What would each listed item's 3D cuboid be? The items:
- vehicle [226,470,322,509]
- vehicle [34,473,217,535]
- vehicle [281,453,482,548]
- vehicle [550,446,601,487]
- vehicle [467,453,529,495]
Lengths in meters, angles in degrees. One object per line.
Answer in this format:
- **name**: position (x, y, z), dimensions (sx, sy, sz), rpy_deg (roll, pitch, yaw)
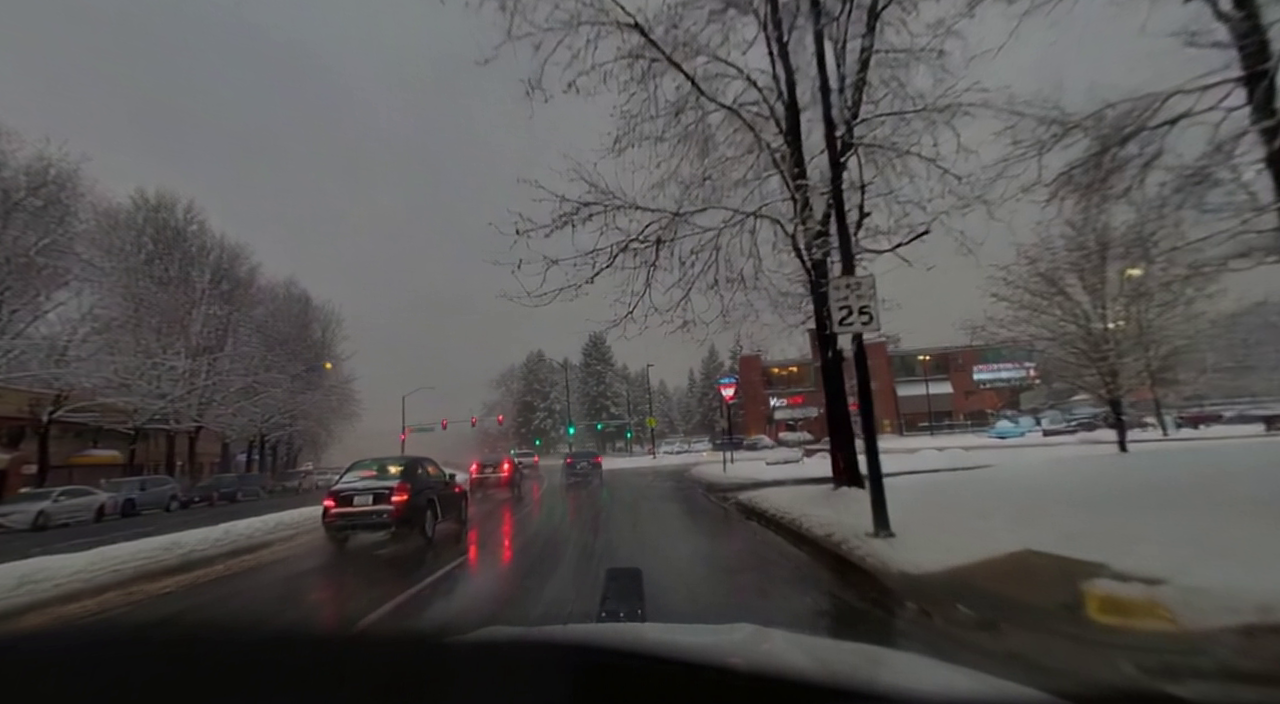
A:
- **vehicle**: position (-16.743, 6.284, 29.129), dimensions (2.010, 1.530, 4.534), rpy_deg (1, -9, -5)
- **vehicle**: position (-16.157, 4.757, 20.205), dimensions (1.968, 1.574, 4.683), rpy_deg (1, -9, -1)
- **vehicle**: position (-4.848, 2.836, 12.884), dimensions (2.090, 1.506, 5.326), rpy_deg (1, -9, -3)
- **vehicle**: position (-3.042, 5.220, 28.960), dimensions (2.144, 1.704, 4.028), rpy_deg (2, -9, -8)
- **vehicle**: position (-5.732, 4.945, 25.929), dimensions (1.974, 1.549, 4.603), rpy_deg (2, -9, -7)
